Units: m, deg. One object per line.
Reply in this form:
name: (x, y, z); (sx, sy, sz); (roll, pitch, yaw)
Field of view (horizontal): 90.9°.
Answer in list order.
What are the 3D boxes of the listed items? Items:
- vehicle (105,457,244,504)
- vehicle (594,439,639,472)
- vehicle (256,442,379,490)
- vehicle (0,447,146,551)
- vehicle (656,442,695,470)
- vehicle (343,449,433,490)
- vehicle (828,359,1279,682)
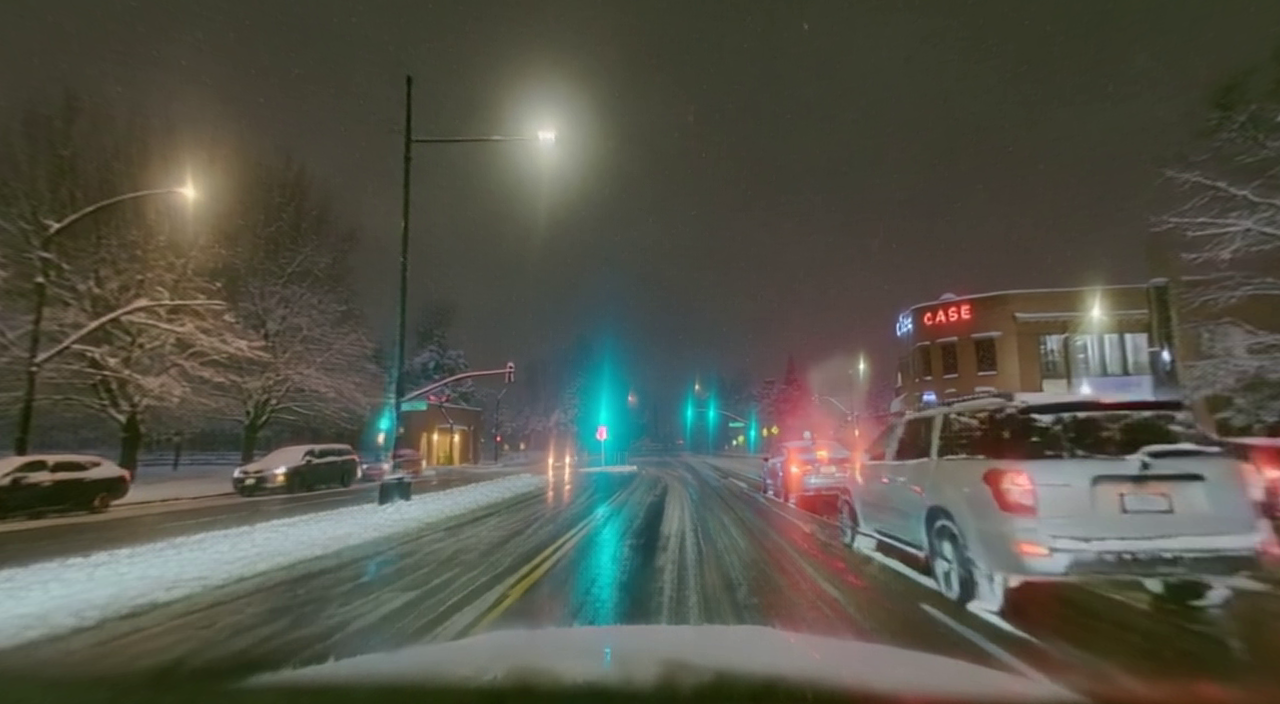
vehicle: (-16.988, 4.660, 23.340); (1.804, 1.437, 4.560); (0, -8, -2)
vehicle: (-1.232, 5.829, 35.706); (2.057, 1.678, 4.639); (-1, -8, 4)
vehicle: (-14.134, 5.005, 28.153); (2.337, 1.895, 5.872); (0, -8, 1)
vehicle: (-10.759, 2.302, 9.959); (2.047, 1.572, 4.472); (-1, -8, 4)
vehicle: (2.016, 5.853, 35.662); (2.059, 1.477, 3.988); (-1, -8, 4)
vehicle: (-10.157, 4.732, 25.745); (1.884, 1.456, 4.356); (0, -8, 0)
vehicle: (3.608, 1.293, 6.041); (2.282, 1.797, 4.924); (-1, -8, 3)
